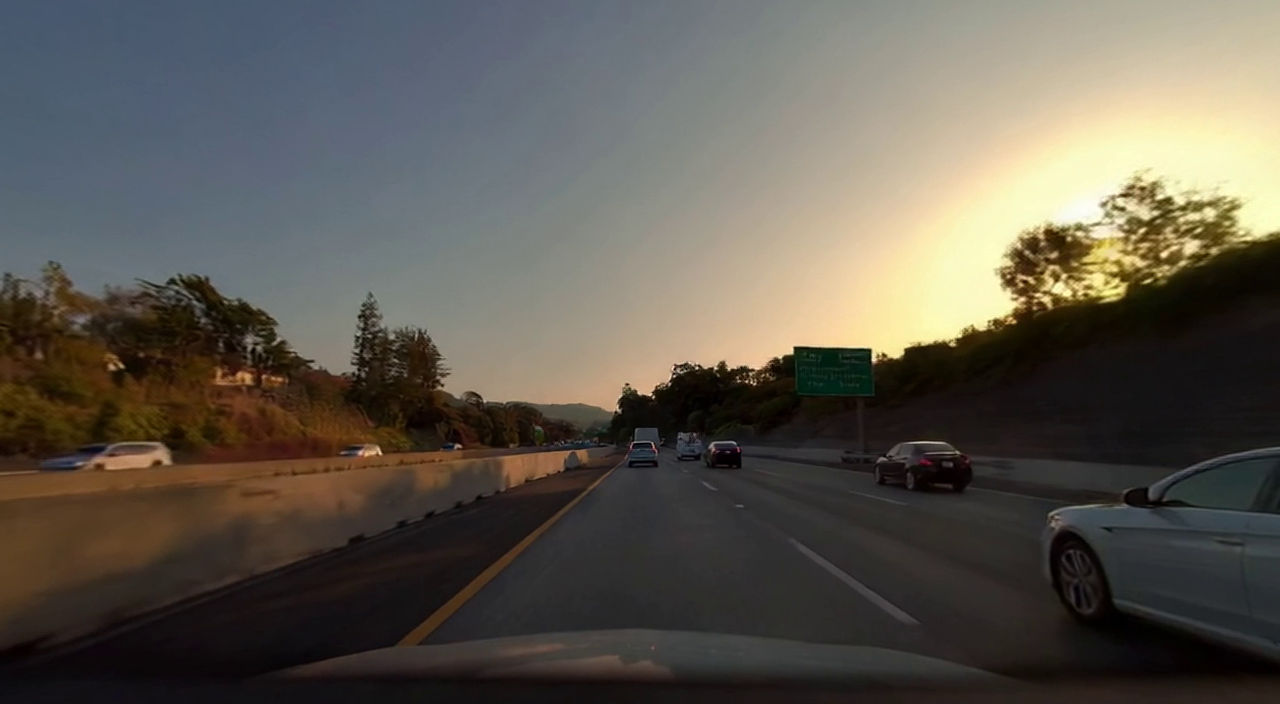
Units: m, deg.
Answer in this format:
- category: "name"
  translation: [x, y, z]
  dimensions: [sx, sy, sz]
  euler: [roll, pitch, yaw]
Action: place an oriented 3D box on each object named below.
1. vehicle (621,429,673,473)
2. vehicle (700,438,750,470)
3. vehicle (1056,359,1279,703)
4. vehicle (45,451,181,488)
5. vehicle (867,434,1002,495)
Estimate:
- category: "vehicle"
  translation: [0.280, 4.484, 28.769]
  dimensions: [2.189, 1.852, 4.038]
  euler: [0, -8, 0]
- category: "vehicle"
  translation: [4.172, 5.080, 31.562]
  dimensions: [1.825, 1.487, 4.034]
  euler: [0, -8, -1]
- category: "vehicle"
  translation: [3.788, 0.748, 1.967]
  dimensions: [2.003, 1.661, 4.418]
  euler: [-1, -8, 1]
- category: "vehicle"
  translation: [-24.102, 5.364, 29.129]
  dimensions: [2.150, 1.473, 4.817]
  euler: [0, -8, 0]
- category: "vehicle"
  translation: [8.158, 3.123, 17.941]
  dimensions: [1.810, 1.516, 4.183]
  euler: [0, -8, 0]
